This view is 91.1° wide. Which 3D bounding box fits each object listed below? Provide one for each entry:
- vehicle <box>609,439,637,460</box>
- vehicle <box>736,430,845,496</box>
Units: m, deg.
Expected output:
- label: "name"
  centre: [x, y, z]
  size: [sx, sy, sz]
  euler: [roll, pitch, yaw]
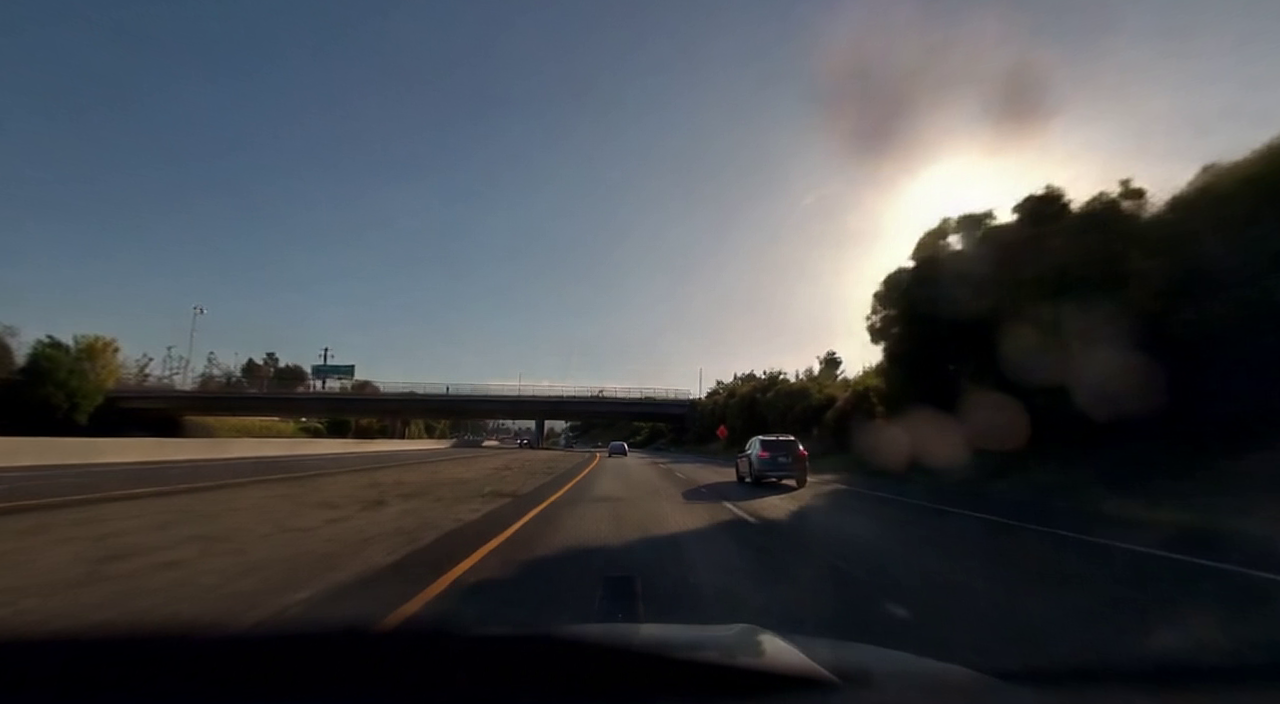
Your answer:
- label: "vehicle"
  centre: [-1.337, 7.229, 46.884]
  size: [1.998, 1.512, 3.735]
  euler: [0, -8, -3]
- label: "vehicle"
  centre: [3.808, 2.855, 16.575]
  size: [1.852, 1.513, 3.652]
  euler: [0, -8, -2]
